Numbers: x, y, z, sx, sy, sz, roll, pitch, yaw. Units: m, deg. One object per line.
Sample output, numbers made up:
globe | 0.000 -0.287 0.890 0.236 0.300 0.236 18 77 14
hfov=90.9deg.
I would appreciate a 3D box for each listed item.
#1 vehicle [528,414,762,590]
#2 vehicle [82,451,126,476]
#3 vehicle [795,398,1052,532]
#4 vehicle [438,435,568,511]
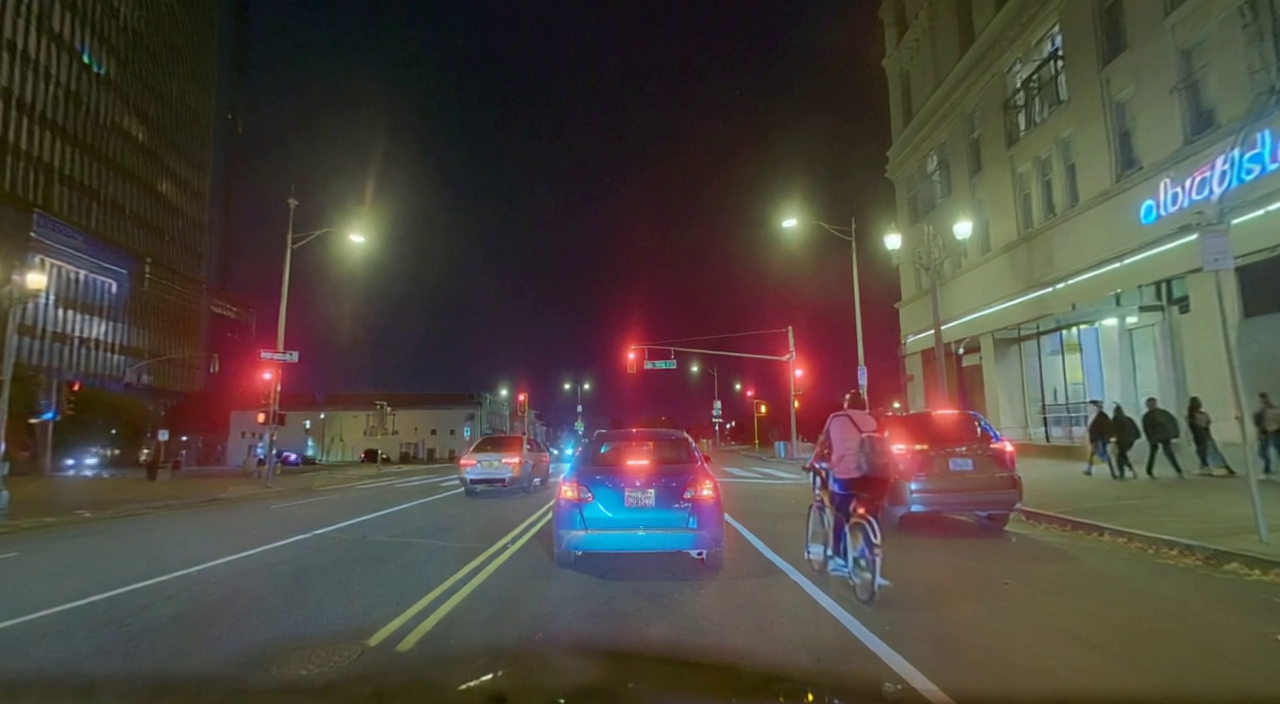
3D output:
vehicle | 0.030 1.649 7.721 2.091 1.557 4.000 0 -9 0
vehicle | -40.448 8.363 47.475 2.264 1.722 4.721 7 -11 -41
vehicle | 4.508 1.913 11.130 2.142 1.829 4.767 0 -9 -2
vehicle | -2.940 2.708 14.631 2.039 1.452 4.489 0 -9 -1
